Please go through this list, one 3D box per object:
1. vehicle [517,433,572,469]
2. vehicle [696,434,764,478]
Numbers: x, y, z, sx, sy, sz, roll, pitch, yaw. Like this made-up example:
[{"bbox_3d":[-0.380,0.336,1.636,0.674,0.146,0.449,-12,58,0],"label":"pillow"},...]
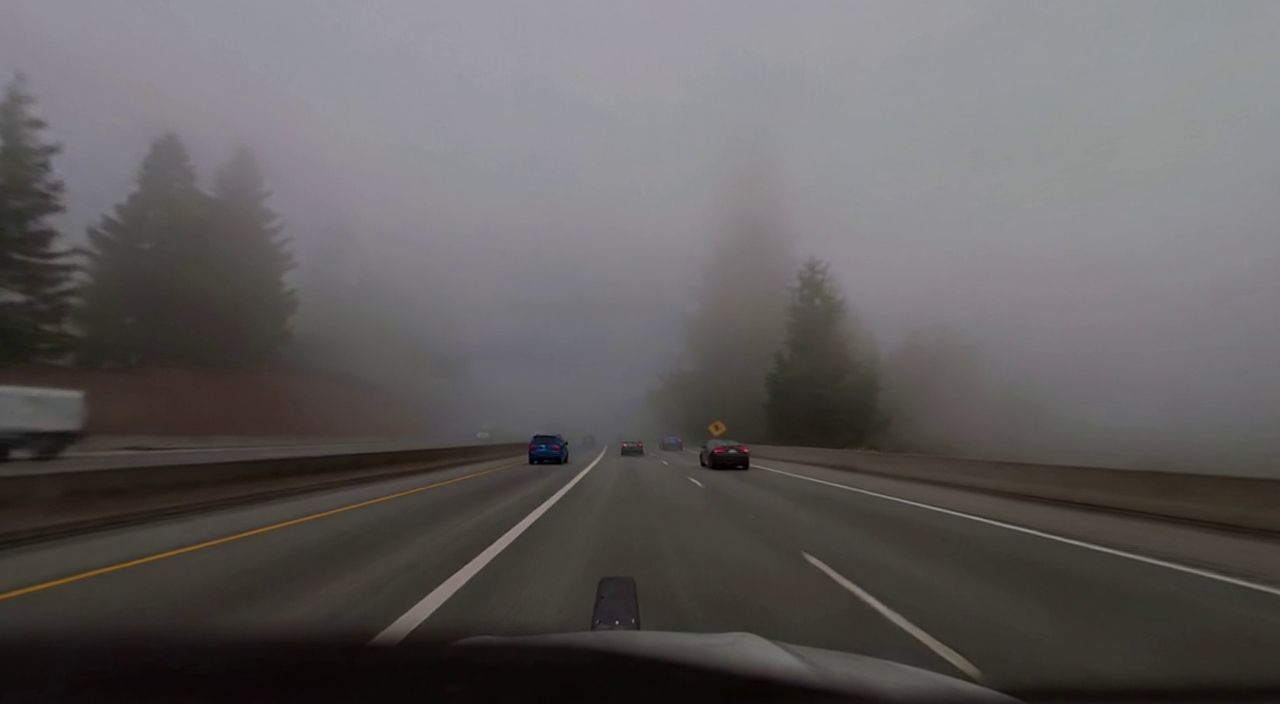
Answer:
[{"bbox_3d":[-4.323,4.547,29.116,1.941,1.529,4.111,0,-8,-1],"label":"vehicle"},{"bbox_3d":[3.336,3.924,24.165,1.883,1.536,3.792,0,-8,-3],"label":"vehicle"}]
